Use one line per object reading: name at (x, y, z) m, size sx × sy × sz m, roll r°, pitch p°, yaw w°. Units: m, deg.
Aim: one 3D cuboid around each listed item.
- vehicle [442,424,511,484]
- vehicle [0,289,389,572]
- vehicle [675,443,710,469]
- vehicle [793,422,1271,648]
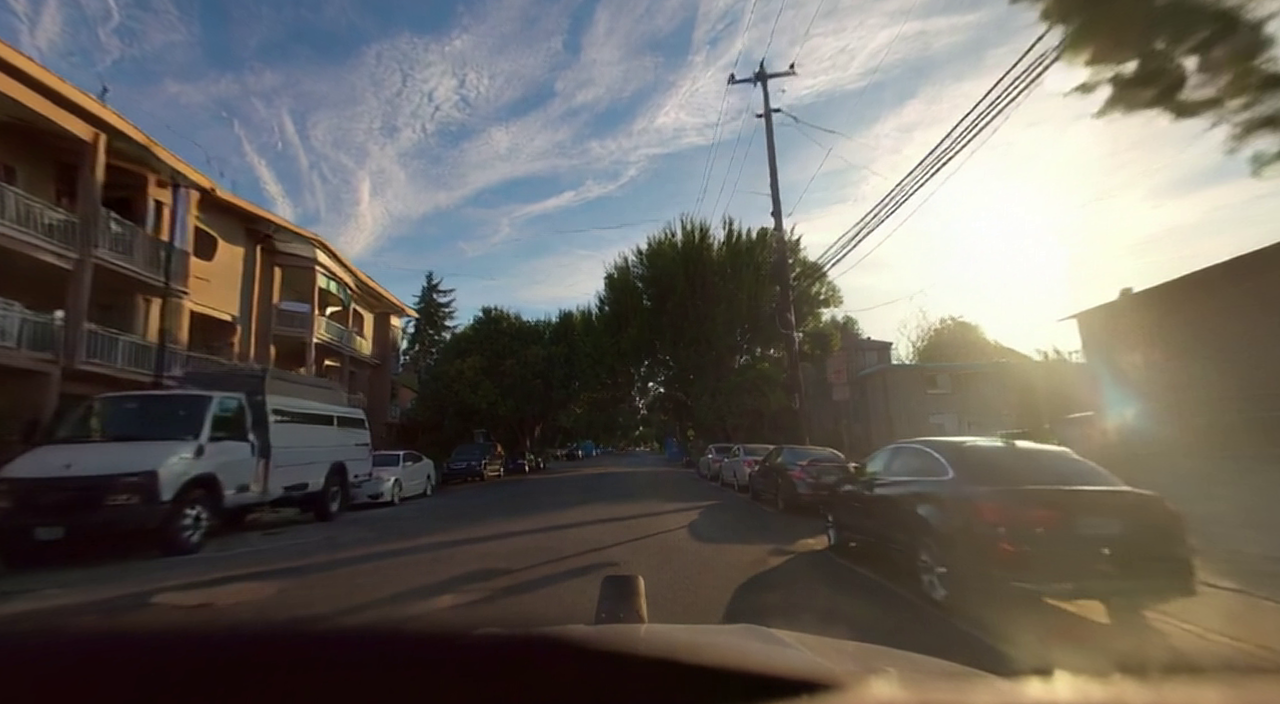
vehicle at (-7.192, 4.538, 28.258) m, size 1.889 × 2.463 × 4.142 m, roll 0°, pitch -9°, yaw 1°
vehicle at (-7.502, 1.509, 11.716) m, size 2.901 × 3.610 × 6.707 m, roll -3°, pitch -9°, yaw 1°
vehicle at (3.514, 7.108, 43.416) m, size 2.095 × 1.694 × 4.592 m, roll 0°, pitch -9°, yaw 1°
vehicle at (3.358, 1.664, 6.953) m, size 2.057 × 1.554 × 4.905 m, roll 0°, pitch -9°, yaw -1°
